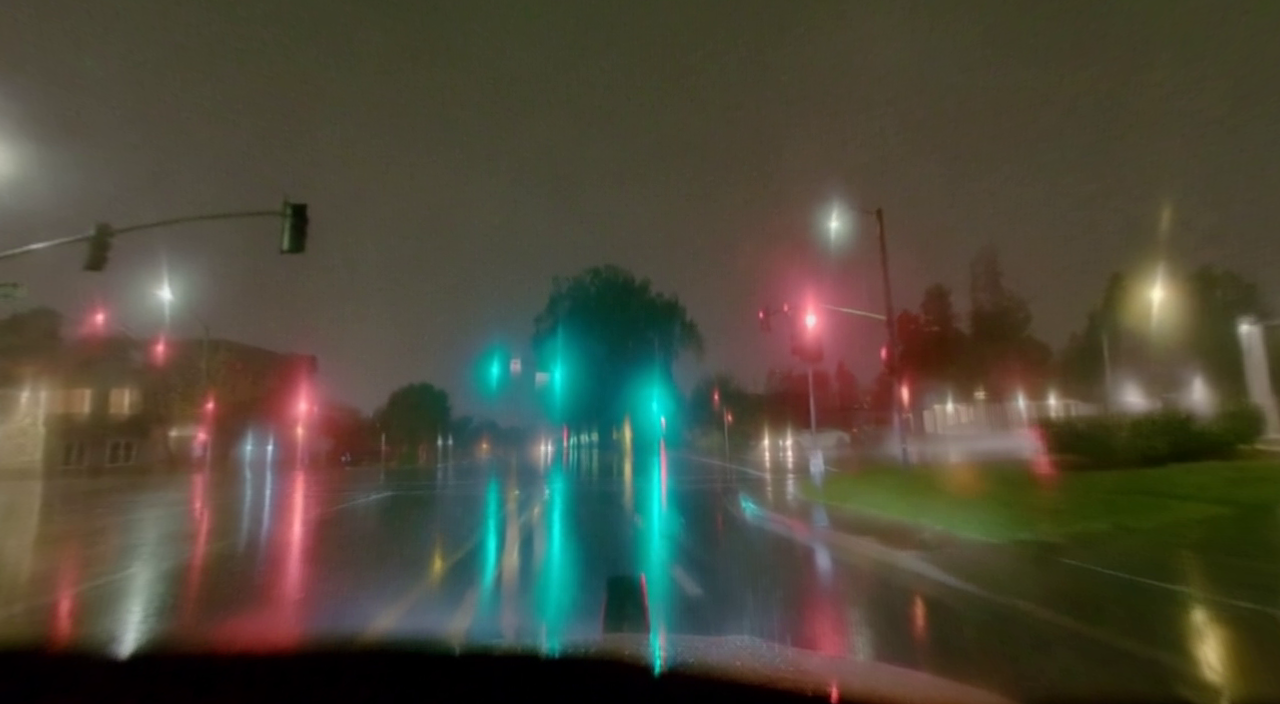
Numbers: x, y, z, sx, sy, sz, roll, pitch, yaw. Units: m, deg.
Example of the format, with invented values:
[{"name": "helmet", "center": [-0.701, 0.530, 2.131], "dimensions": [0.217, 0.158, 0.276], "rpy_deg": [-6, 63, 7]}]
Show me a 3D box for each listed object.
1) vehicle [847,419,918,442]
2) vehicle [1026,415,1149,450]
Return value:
[{"name": "vehicle", "center": [18.692, 6.064, 48.684], "dimensions": [4.681, 1.712, 1.976], "rpy_deg": [0, -8, -4]}, {"name": "vehicle", "center": [21.567, 3.863, 30.462], "dimensions": [4.759, 1.461, 1.788], "rpy_deg": [-1, -7, -6]}]
